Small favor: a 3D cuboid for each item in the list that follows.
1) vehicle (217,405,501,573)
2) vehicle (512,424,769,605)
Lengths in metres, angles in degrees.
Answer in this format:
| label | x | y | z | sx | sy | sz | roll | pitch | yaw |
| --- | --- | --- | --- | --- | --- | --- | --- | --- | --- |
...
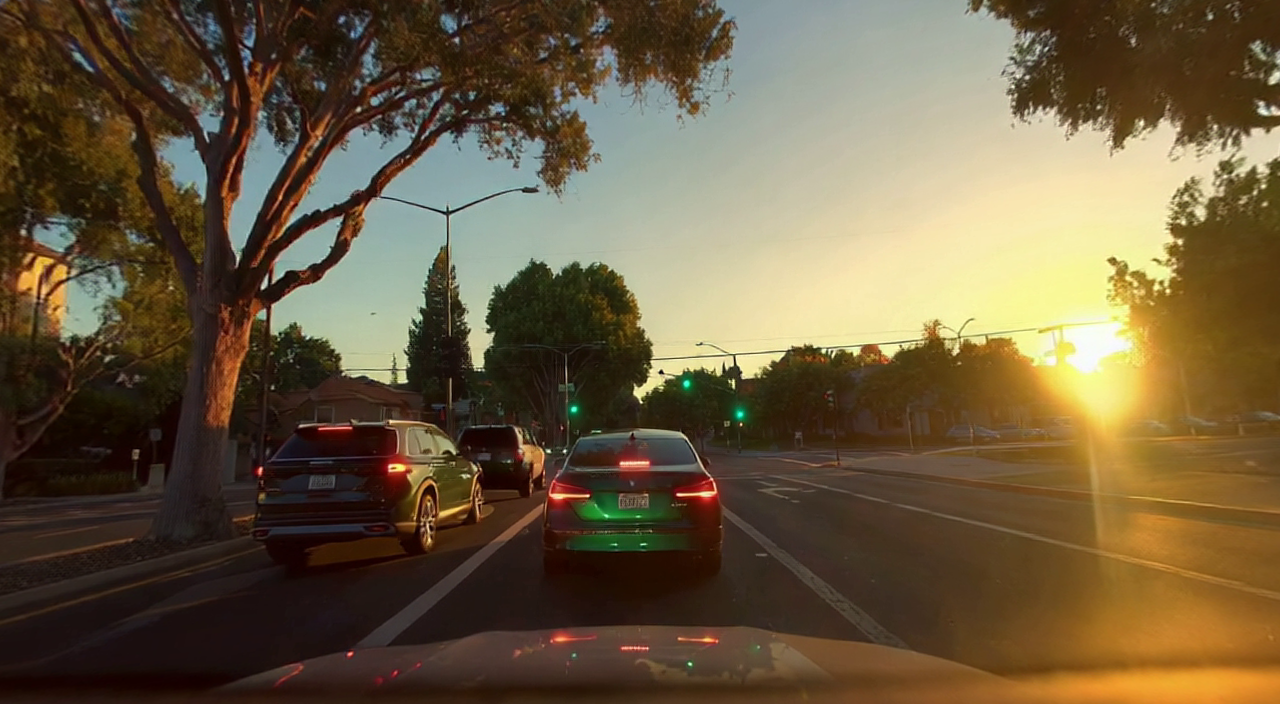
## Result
| label | x | y | z | sx | sy | sz | roll | pitch | yaw |
| --- | --- | --- | --- | --- | --- | --- | --- | --- | --- |
| vehicle | -3.429 | 1.755 | 8.823 | 2.046 | 1.751 | 4.208 | 0 | -8 | -1 |
| vehicle | -0.052 | 1.646 | 7.308 | 2.126 | 1.475 | 3.967 | 0 | -8 | -2 |
